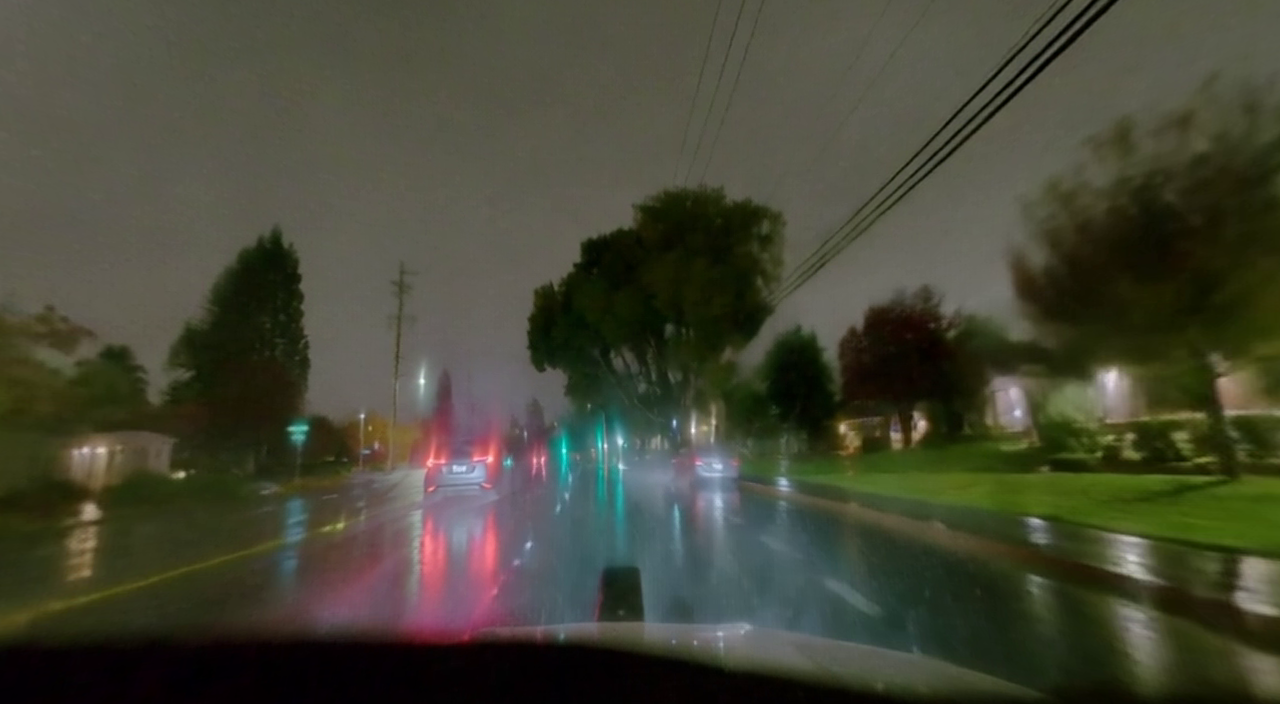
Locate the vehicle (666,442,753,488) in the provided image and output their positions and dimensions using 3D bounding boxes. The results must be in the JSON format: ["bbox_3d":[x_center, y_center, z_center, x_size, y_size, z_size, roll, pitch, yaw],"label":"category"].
[{"bbox_3d":[2.375,4.014,22.877,1.928,1.447,4.386,1,-9,-10],"label":"vehicle"}]

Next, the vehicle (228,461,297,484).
[{"bbox_3d":[-26.955,8.609,45.232,3.892,1.323,1.741,-1,-8,-13],"label":"vehicle"}]

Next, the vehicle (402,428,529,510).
[{"bbox_3d":[-4.233,2.907,16.188,2.175,1.772,4.442,0,-8,-3],"label":"vehicle"}]
